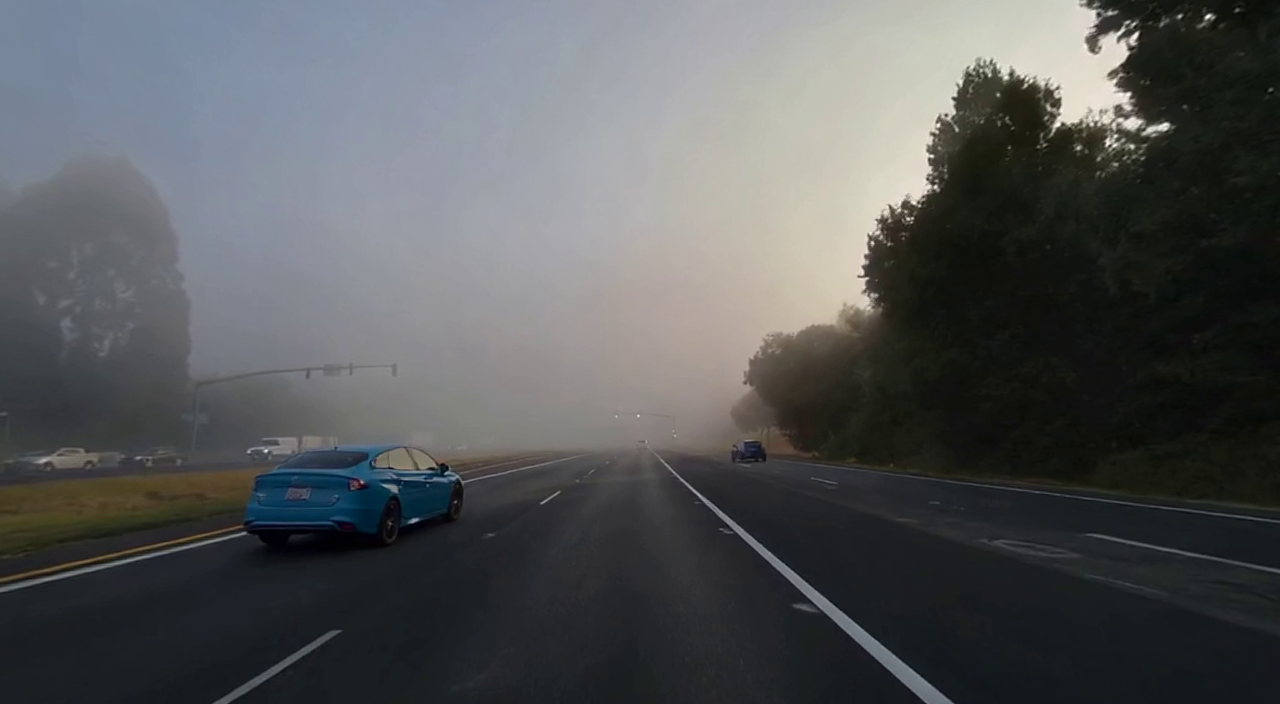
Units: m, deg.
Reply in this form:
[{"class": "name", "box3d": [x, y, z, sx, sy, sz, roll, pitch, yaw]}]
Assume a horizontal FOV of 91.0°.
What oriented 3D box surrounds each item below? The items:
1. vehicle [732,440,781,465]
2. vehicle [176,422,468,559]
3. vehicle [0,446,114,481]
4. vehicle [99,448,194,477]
[{"class": "vehicle", "box3d": [7.368, 6.423, 40.281, 2.049, 1.481, 4.774, 0, -9, -2]}, {"class": "vehicle", "box3d": [-4.190, 1.895, 9.354, 1.987, 1.516, 4.478, 0, -9, 0]}, {"class": "vehicle", "box3d": [-32.671, 6.173, 35.174, 1.982, 1.783, 5.261, 0, -9, -1]}, {"class": "vehicle", "box3d": [-28.813, 6.424, 36.937, 1.872, 1.599, 4.463, 0, -9, 1]}]
